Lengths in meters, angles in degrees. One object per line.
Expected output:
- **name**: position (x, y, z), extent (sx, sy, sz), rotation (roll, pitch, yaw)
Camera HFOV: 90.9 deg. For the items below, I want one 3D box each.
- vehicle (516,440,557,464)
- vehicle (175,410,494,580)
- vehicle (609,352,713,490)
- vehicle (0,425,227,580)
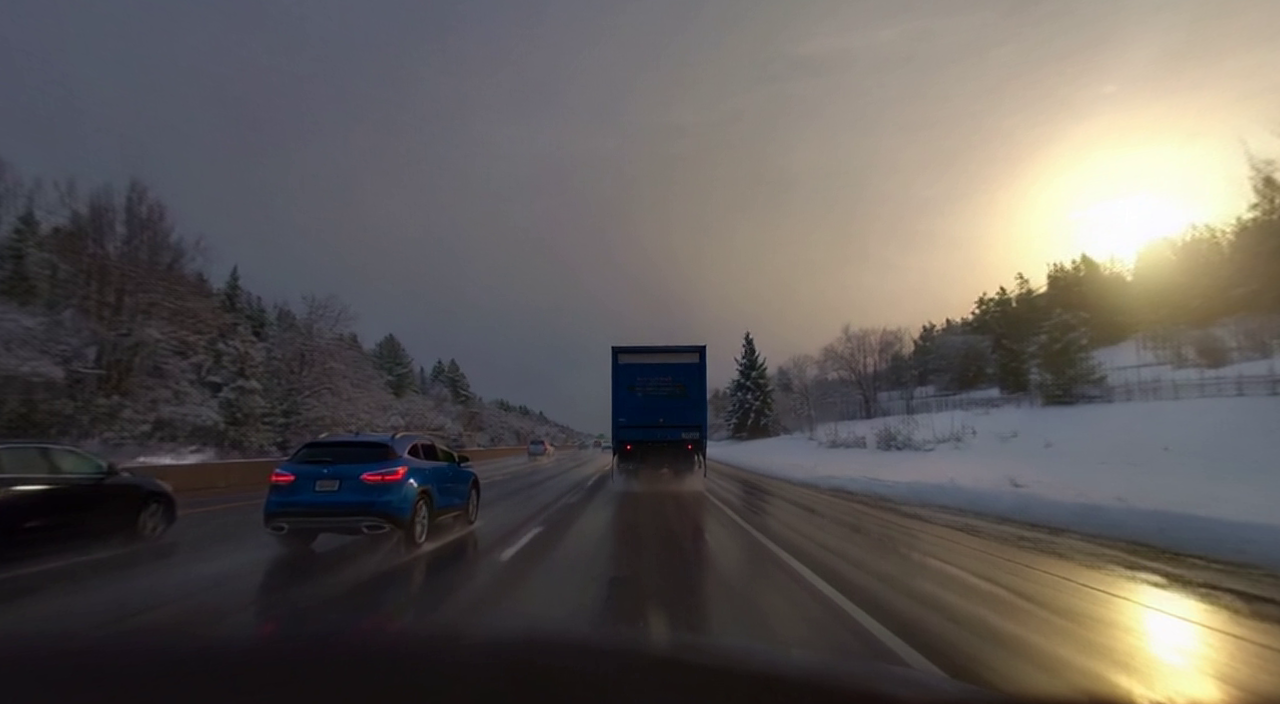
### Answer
- **vehicle**: position (-6.720, 6.554, 41.467), extent (1.882, 1.451, 4.416), rotation (0, -9, 1)
- **vehicle**: position (-3.536, 1.736, 8.445), extent (2.077, 1.671, 4.249), rotation (0, -9, 1)
- **vehicle**: position (0.637, 2.686, 22.931), extent (2.870, 3.841, 10.653), rotation (0, -9, 1)
- **vehicle**: position (-7.203, 1.570, 6.849), extent (2.063, 1.480, 4.842), rotation (0, -9, 1)
